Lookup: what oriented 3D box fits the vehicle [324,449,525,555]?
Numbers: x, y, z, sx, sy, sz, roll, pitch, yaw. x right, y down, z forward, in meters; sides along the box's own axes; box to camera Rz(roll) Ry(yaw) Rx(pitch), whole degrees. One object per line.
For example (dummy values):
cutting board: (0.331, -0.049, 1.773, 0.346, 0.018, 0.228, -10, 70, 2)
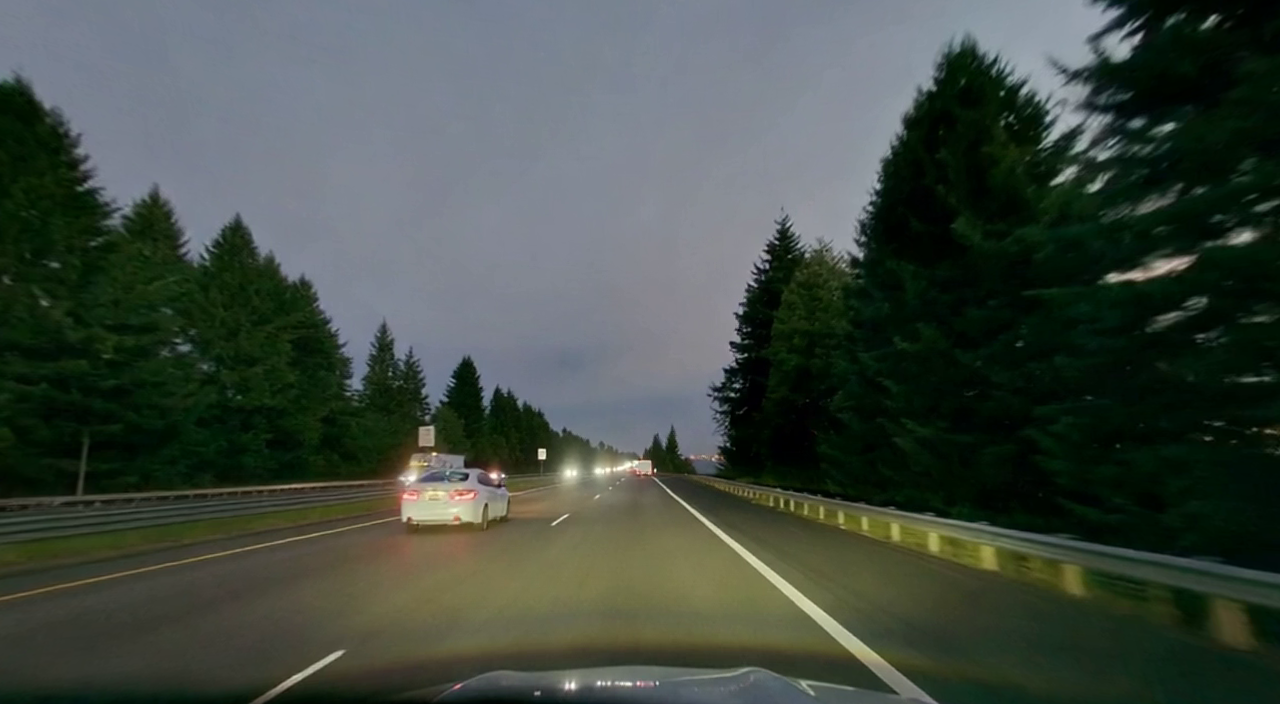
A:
vehicle: (-3.655, 2.693, 11.852, 2.006, 1.516, 4.820, 1, -11, 1)
